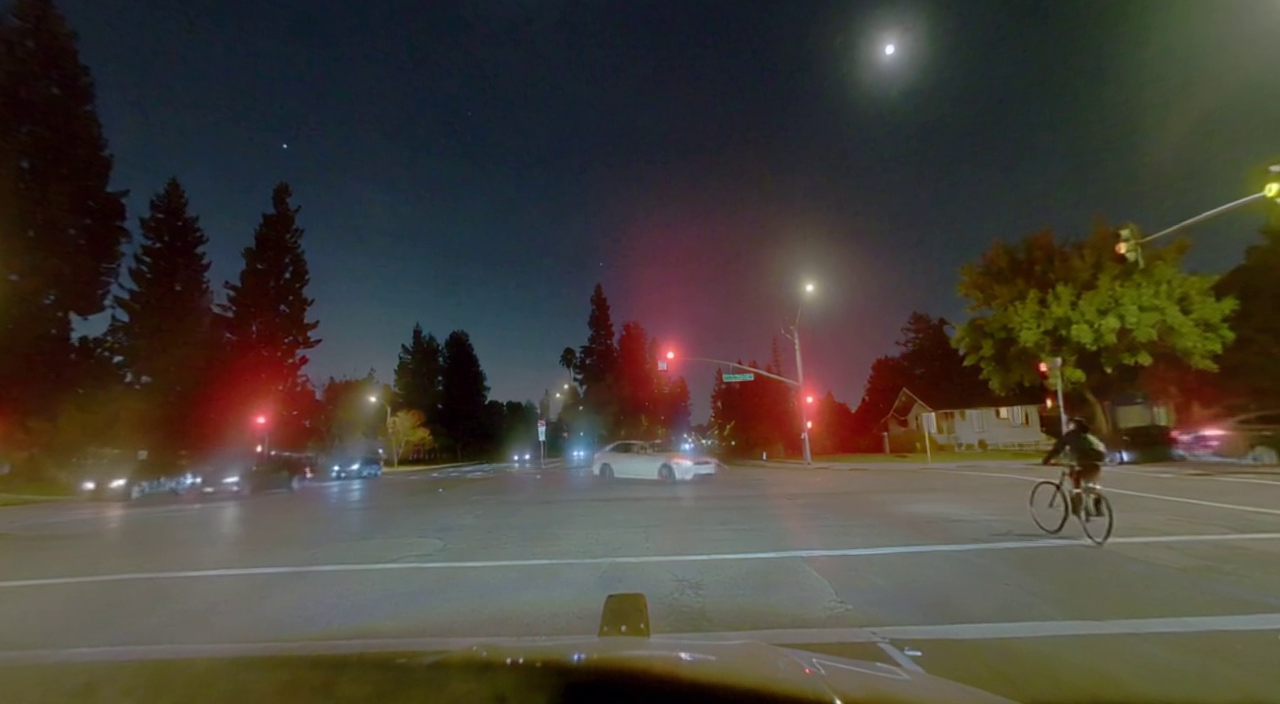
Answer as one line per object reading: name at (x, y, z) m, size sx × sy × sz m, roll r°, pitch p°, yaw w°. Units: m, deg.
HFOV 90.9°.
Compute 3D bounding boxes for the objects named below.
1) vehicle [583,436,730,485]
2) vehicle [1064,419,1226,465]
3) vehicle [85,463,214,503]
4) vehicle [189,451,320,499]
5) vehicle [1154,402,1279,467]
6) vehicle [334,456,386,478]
vehicle at (0.485, 3.691, 21.723) m, size 4.749 × 1.496 × 2.017 m, roll -7°, pitch -11°, yaw 36°
vehicle at (17.347, 3.108, 21.806) m, size 3.969 × 1.493 × 1.823 m, roll 0°, pitch -9°, yaw 1°
vehicle at (-20.945, 5.585, 27.204) m, size 1.872 × 1.455 × 4.576 m, roll 0°, pitch -9°, yaw 0°
vehicle at (-13.667, 4.334, 22.716) m, size 1.973 × 1.511 × 4.299 m, roll 0°, pitch -9°, yaw 1°
vehicle at (18.243, 2.344, 17.902) m, size 5.188 × 1.731 × 2.191 m, roll -1°, pitch -9°, yaw 3°
vehicle at (-19.895, 8.180, 44.992) m, size 1.810 × 1.393 × 4.423 m, roll 0°, pitch -9°, yaw -2°
